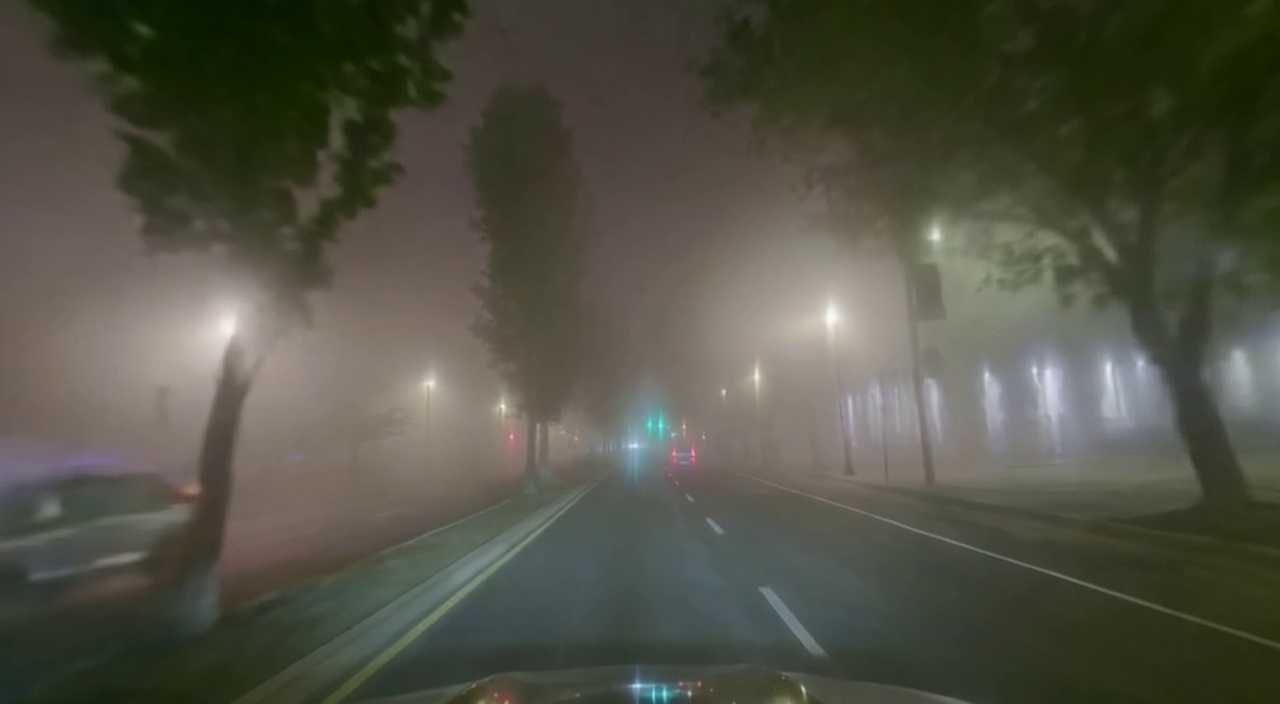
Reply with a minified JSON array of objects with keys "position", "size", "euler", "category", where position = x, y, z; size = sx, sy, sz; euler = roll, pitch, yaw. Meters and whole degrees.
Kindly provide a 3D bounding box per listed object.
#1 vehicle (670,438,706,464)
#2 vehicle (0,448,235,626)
[{"position":[3.236,6.742,43.031],"size":[2.129,1.719,4.205],"euler":[0,-8,0],"category":"vehicle"},{"position":[-7.305,2.007,7.370],"size":[2.031,1.723,4.566],"euler":[0,-9,1],"category":"vehicle"}]
